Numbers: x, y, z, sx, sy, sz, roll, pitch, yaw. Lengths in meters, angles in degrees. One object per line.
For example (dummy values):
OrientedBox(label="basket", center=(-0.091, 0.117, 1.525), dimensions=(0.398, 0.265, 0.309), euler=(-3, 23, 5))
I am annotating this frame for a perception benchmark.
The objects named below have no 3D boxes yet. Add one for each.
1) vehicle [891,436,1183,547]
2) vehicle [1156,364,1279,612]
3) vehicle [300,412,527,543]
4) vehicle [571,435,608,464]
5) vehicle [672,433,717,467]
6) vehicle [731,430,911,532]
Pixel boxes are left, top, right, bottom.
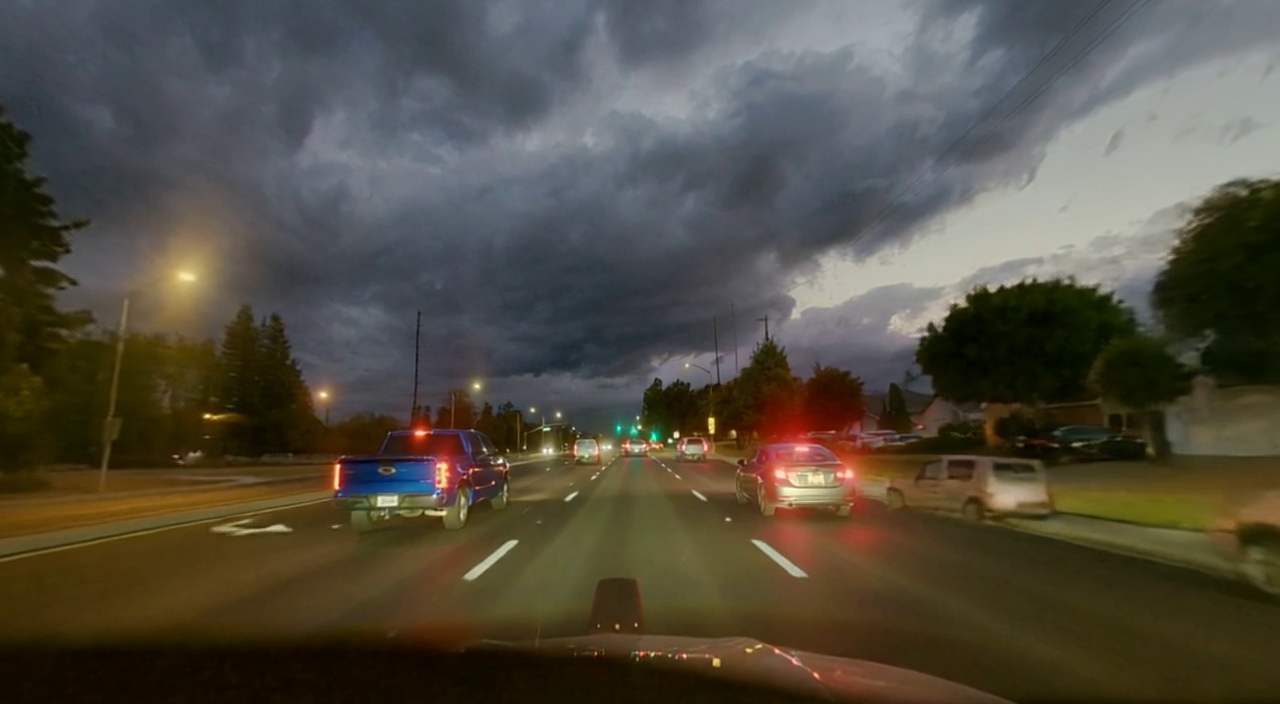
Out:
OrientedBox(label="vehicle", center=(6.267, 2.220, 10.841), dimensions=(1.940, 1.445, 4.629), euler=(-1, -9, -1))
OrientedBox(label="vehicle", center=(6.315, 0.936, 3.998), dimensions=(2.012, 2.032, 4.728), euler=(-1, -8, 0))
OrientedBox(label="vehicle", center=(-3.547, 2.090, 11.258), dimensions=(2.111, 1.745, 5.274), euler=(-1, -8, 0))
OrientedBox(label="vehicle", center=(-3.456, 6.750, 43.831), dimensions=(2.218, 1.829, 4.492), euler=(-1, -8, 0))
OrientedBox(label="vehicle", center=(3.125, 5.747, 37.147), dimensions=(2.099, 1.845, 4.363), euler=(0, -8, -2))
OrientedBox(label="vehicle", center=(2.969, 2.204, 11.417), dimensions=(1.884, 1.463, 4.195), euler=(0, -8, -2))
